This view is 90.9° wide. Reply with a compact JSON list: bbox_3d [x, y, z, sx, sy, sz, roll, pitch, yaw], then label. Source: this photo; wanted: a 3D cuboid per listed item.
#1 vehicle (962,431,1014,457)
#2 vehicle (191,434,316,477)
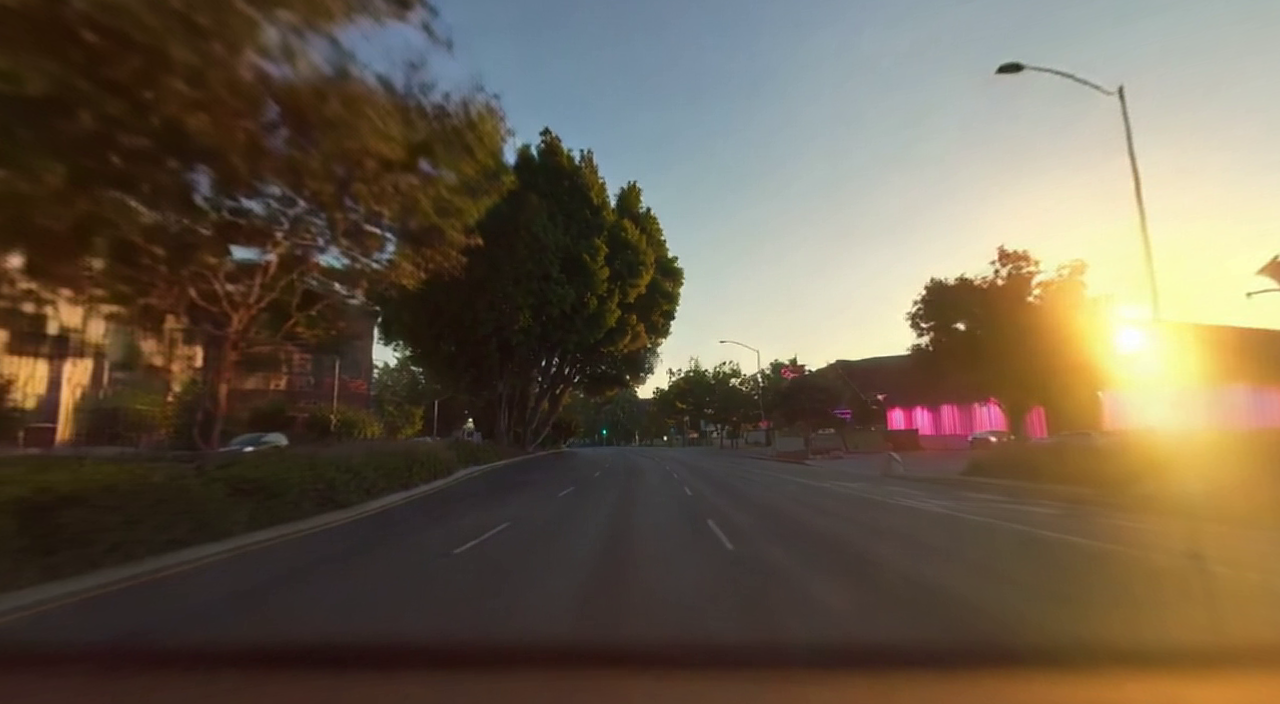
[{"bbox_3d":[23.263,6.178,42.332,1.815,1.618,4.383,-2,-9,13],"label":"vehicle"},{"bbox_3d":[-18.267,4.918,30.255,2.204,1.821,5.864,0,-8,0],"label":"vehicle"}]
